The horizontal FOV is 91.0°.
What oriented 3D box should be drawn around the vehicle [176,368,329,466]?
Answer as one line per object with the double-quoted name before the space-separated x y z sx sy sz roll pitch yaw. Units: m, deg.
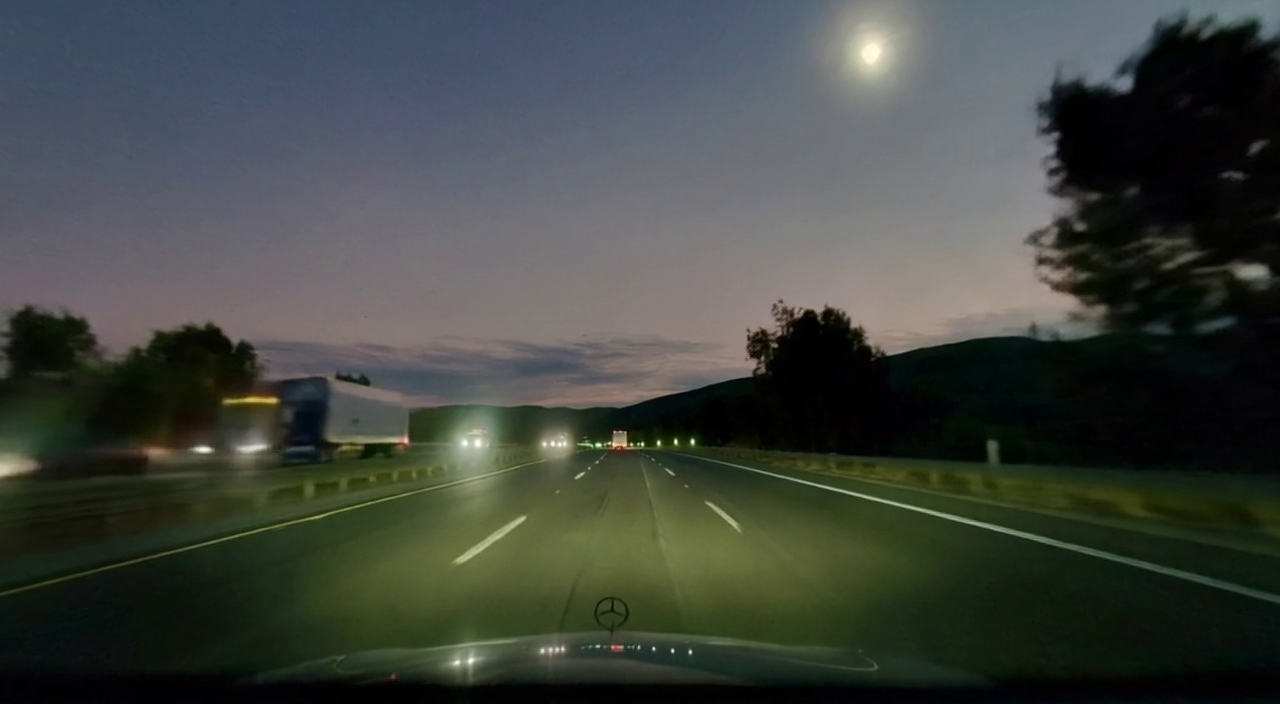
"vehicle" -16.794 2.968 27.913 2.988 3.840 5.931 -1 -8 -1
